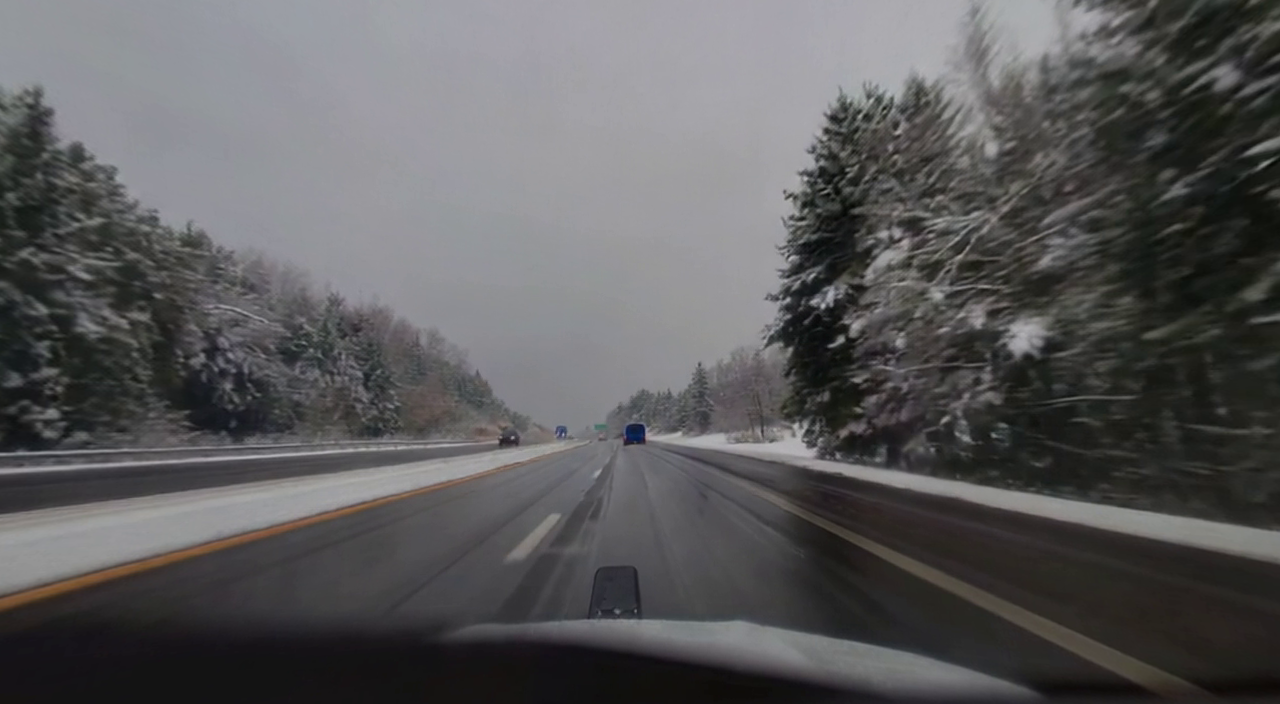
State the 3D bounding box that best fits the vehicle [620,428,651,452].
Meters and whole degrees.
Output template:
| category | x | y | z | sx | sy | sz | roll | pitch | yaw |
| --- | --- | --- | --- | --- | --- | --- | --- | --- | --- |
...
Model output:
| category | x | y | z | sx | sy | sz | roll | pitch | yaw |
| --- | --- | --- | --- | --- | --- | --- | --- | --- | --- |
| vehicle | -0.405 | 6.859 | 49.214 | 2.240 | 1.801 | 4.545 | 0 | -8 | -2 |
